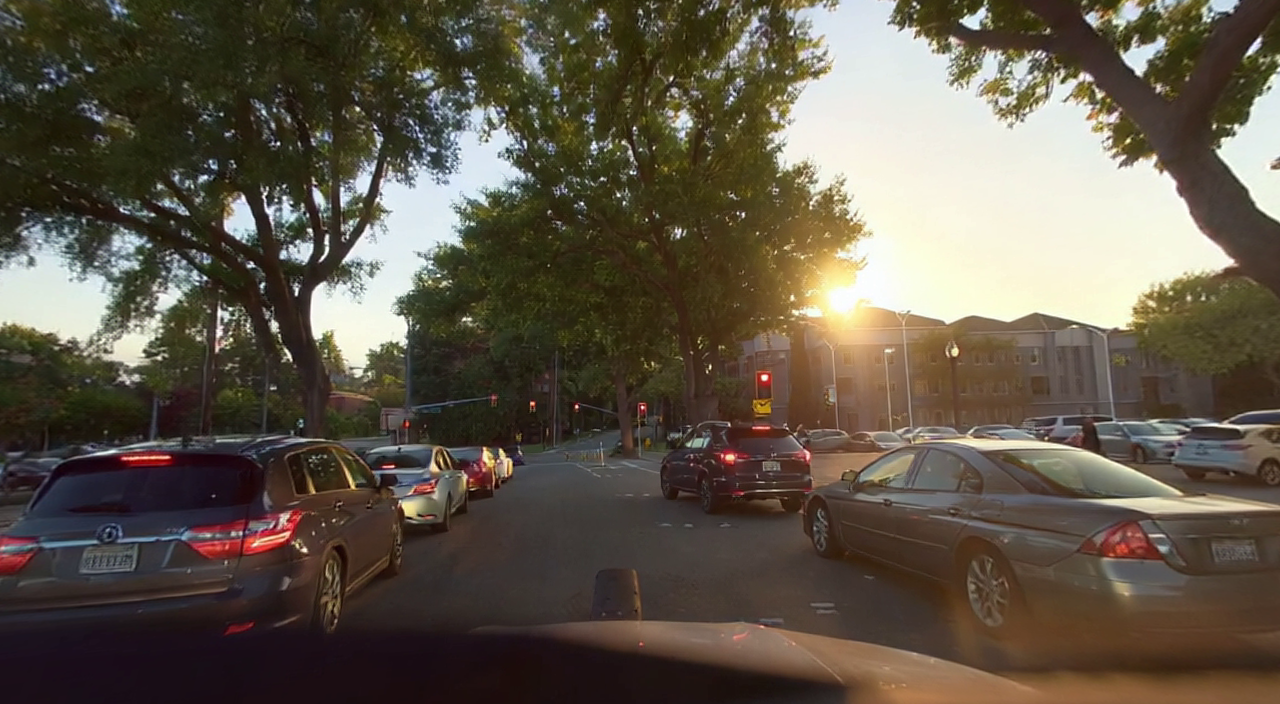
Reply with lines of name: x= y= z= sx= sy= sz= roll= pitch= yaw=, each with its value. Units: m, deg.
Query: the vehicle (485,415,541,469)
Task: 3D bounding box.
vehicle: x=-8.294 y=6.013 z=42.208 sx=2.820 sy=3.263 sz=7.986 roll=1 pitch=-8 yaw=-6

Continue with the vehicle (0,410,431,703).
vehicle: x=-2.885 y=1.341 z=5.076 sx=1.968 sy=1.497 sz=4.286 roll=2 pitch=-9 yaw=-15

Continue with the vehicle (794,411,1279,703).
vehicle: x=3.154 y=1.401 z=5.554 sx=1.904 sy=1.494 sz=4.864 roll=1 pitch=-8 yaw=-6

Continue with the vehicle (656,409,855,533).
vehicle: x=1.905 y=2.278 z=12.818 sx=2.324 sy=1.907 sz=5.634 roll=1 pitch=-8 yaw=-7

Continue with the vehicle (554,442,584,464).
vehicle: x=-5.251 y=7.406 z=46.451 sx=2.095 sy=1.473 sz=4.301 roll=1 pitch=-8 yaw=-7

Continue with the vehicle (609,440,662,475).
vehicle: x=-0.302 y=4.821 z=29.179 sx=1.910 sy=1.493 sz=4.490 roll=1 pitch=-8 yaw=-7
